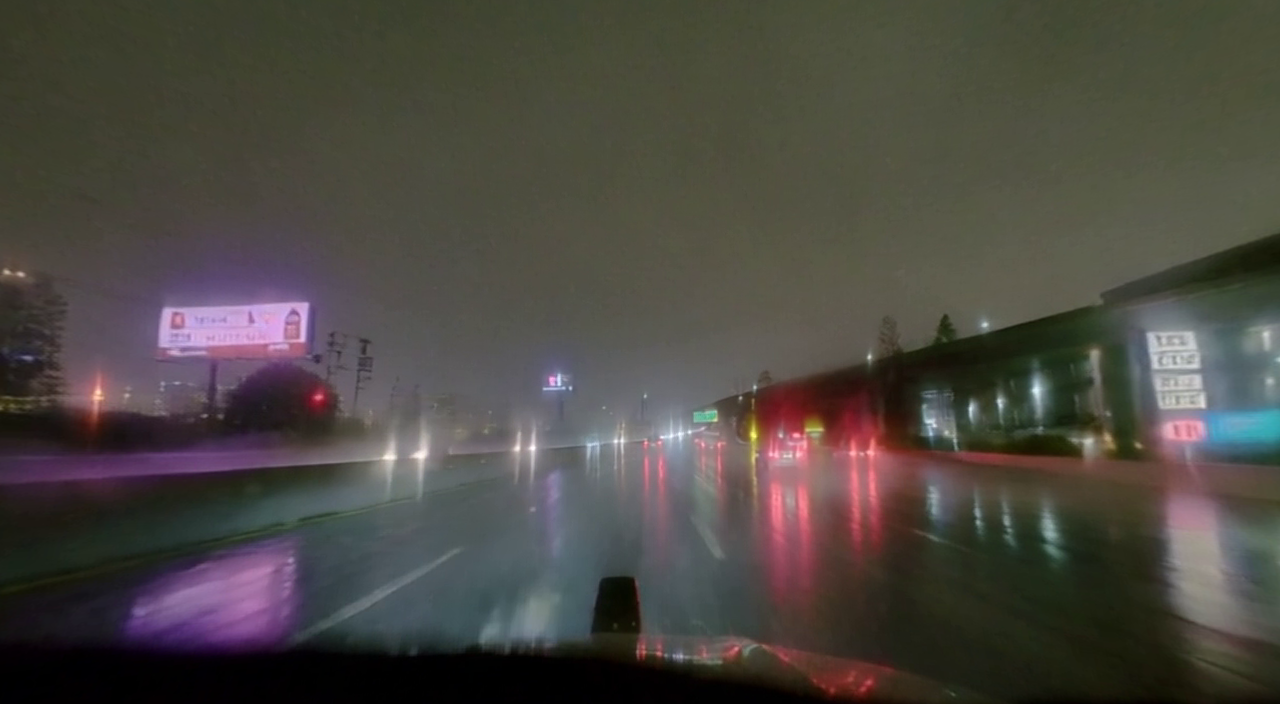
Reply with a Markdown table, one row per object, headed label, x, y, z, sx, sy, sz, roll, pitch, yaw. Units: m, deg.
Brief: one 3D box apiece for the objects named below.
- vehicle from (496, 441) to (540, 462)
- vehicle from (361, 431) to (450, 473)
| label | x | y | z | sx | sy | sz | roll | pitch | yaw |
| --- | --- | --- | --- | --- | --- | --- | --- | --- | --- |
| vehicle | -9.038 | 7.439 | 47.248 | 2.327 | 1.492 | 4.540 | 0 | -8 | 1 |
| vehicle | -11.594 | 5.006 | 31.809 | 2.196 | 1.925 | 5.563 | -1 | -8 | 2 |
